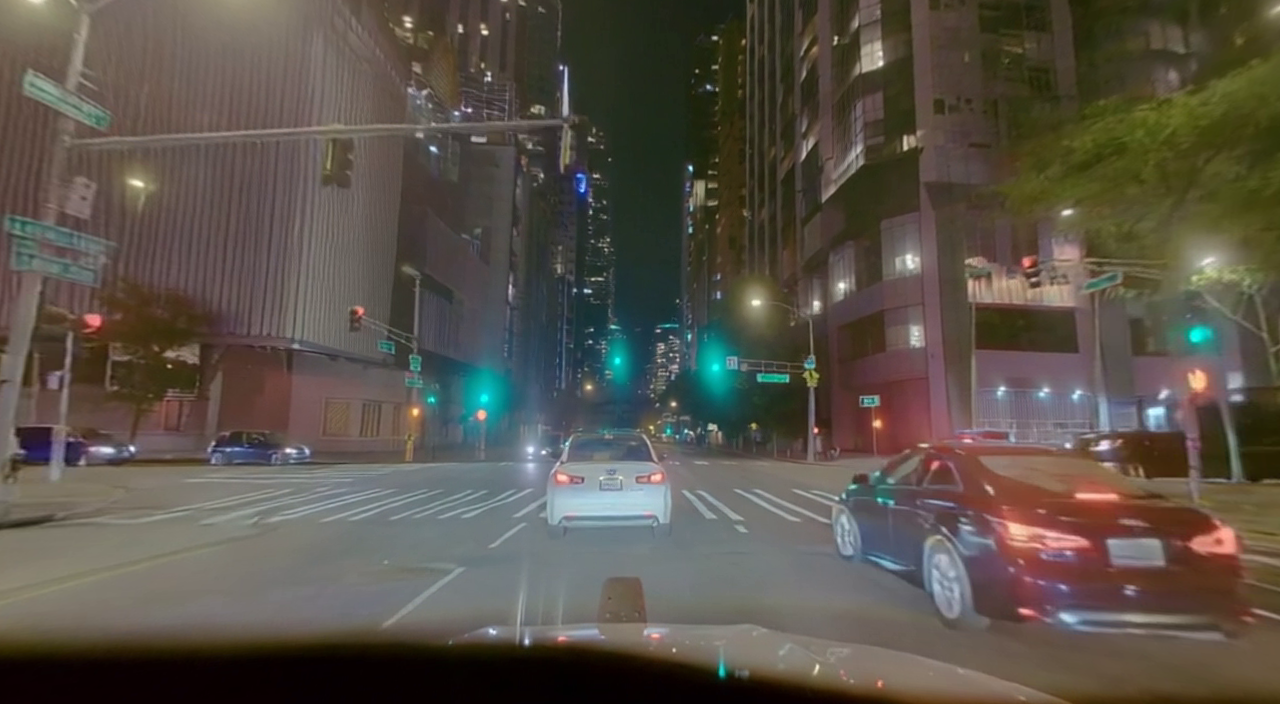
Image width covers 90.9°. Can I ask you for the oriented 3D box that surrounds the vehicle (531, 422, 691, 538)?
[{"bbox_3d":[-0.432,1.896,9.974,2.031,1.461,3.763,0,-8,-2],"label":"vehicle"}]

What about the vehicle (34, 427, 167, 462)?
[{"bbox_3d":[-23.726,4.075,27.827,4.243,1.454,1.789,0,-8,1],"label":"vehicle"}]

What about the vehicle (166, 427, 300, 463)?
[{"bbox_3d":[-17.552,4.022,27.348,4.511,1.483,1.877,0,-8,1],"label":"vehicle"}]

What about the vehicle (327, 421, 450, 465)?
[{"bbox_3d":[-10.439,3.789,26.239,4.556,1.689,1.982,-3,-9,21],"label":"vehicle"}]

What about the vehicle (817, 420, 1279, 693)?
[{"bbox_3d":[3.232,1.411,5.669,1.942,1.443,4.468,0,-8,-1],"label":"vehicle"}]
